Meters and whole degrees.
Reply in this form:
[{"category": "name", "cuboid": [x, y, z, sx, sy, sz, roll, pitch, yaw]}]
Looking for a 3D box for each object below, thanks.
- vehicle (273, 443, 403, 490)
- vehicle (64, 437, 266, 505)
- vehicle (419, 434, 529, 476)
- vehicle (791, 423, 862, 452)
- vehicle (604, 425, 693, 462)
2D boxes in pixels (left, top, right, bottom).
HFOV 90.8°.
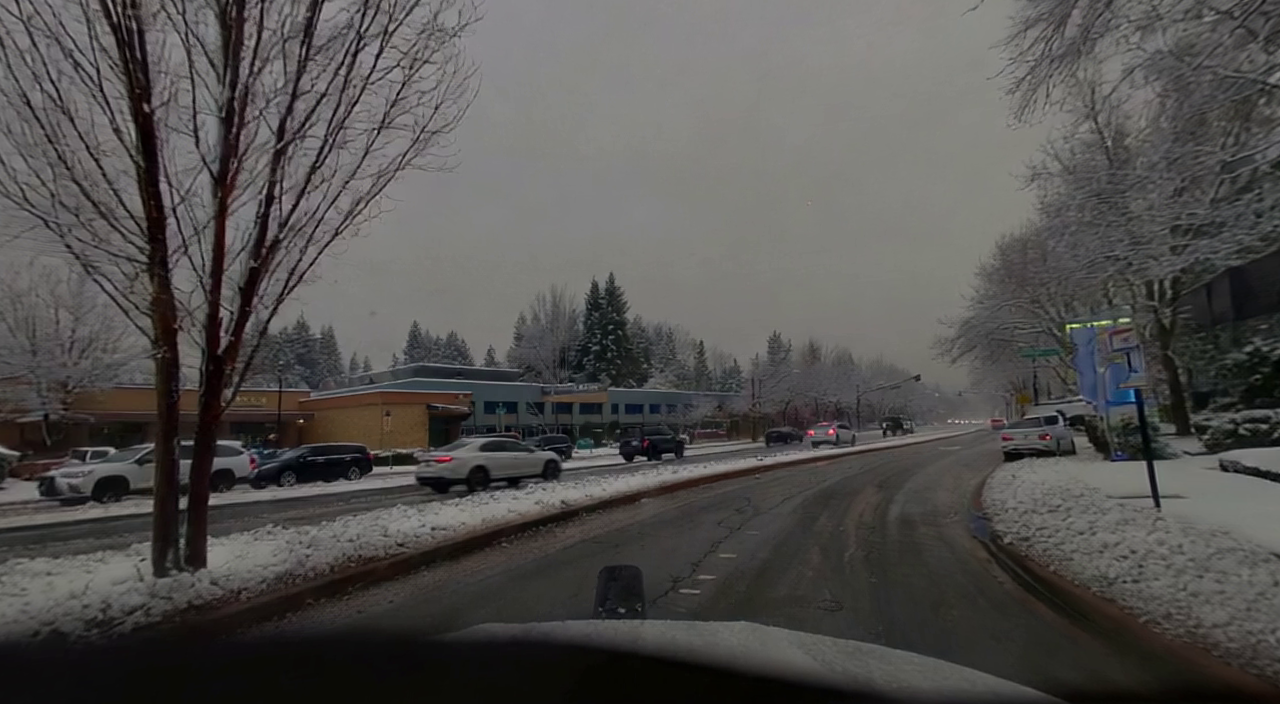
[{"category": "vehicle", "cuboid": [-12.307, 4.618, 26.000, 1.904, 1.719, 4.326, -6, -10, 37]}, {"category": "vehicle", "cuboid": [-15.756, 3.906, 21.270, 2.294, 2.000, 4.788, -7, -10, 33]}, {"category": "vehicle", "cuboid": [-8.213, 5.098, 31.732, 2.134, 1.924, 4.911, -7, -10, 41]}, {"category": "vehicle", "cuboid": [11.514, 5.243, 38.747, 1.949, 1.640, 5.372, -7, -10, 42]}, {"category": "vehicle", "cuboid": [0.598, 5.047, 35.029, 2.195, 1.909, 5.353, -5, -10, 37]}]
